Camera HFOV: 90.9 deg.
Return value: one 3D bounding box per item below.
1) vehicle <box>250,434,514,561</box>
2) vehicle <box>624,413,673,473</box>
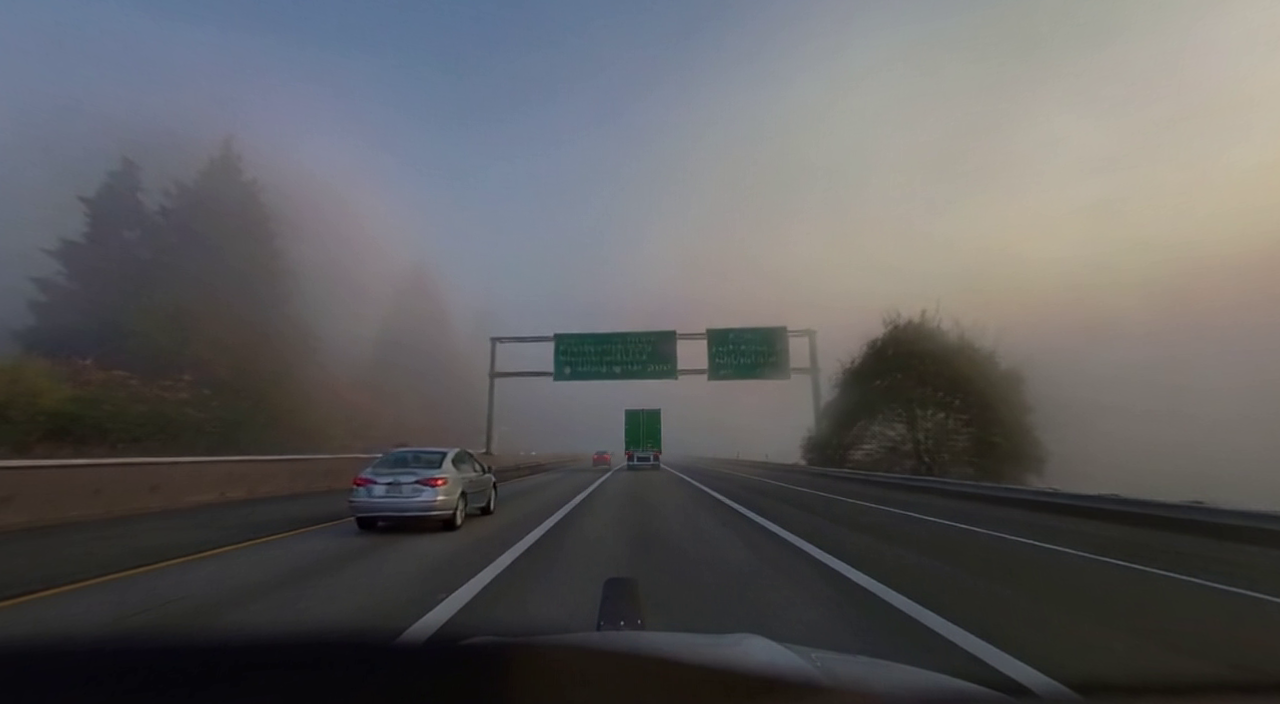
[{"bbox_3d":[-3.669,2.174,10.298,2.114,1.523,5.110,0,-9,1],"label":"vehicle"},{"bbox_3d":[0.408,6.244,42.888,2.893,3.628,9.081,0,-9,-2],"label":"vehicle"}]
